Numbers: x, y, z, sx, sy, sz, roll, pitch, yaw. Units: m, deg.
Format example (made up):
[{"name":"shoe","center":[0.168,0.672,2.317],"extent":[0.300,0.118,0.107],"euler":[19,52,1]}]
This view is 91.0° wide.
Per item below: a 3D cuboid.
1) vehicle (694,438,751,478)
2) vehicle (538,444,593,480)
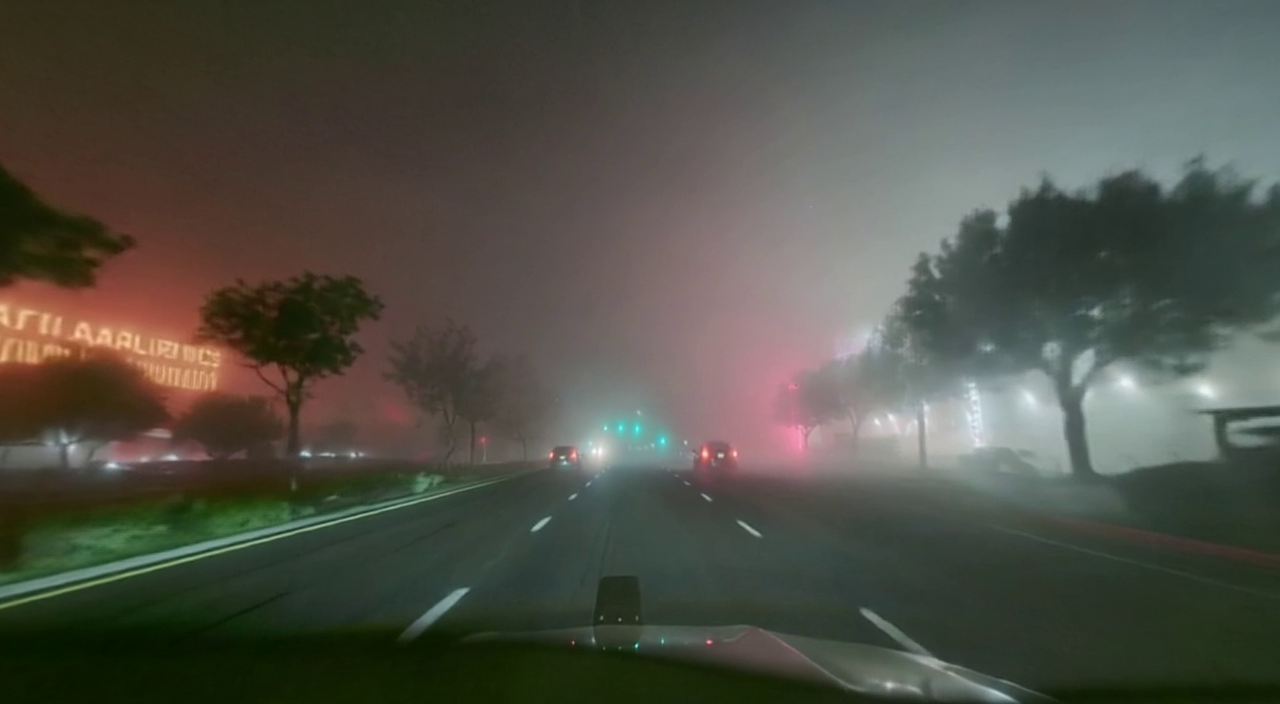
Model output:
[{"name":"vehicle","center":[3.856,5.033,30.119],"extent":[2.083,1.743,4.354],"euler":[0,-8,-1]},{"name":"vehicle","center":[-3.332,4.978,28.837],"extent":[2.005,1.477,4.169],"euler":[0,-8,0]}]
